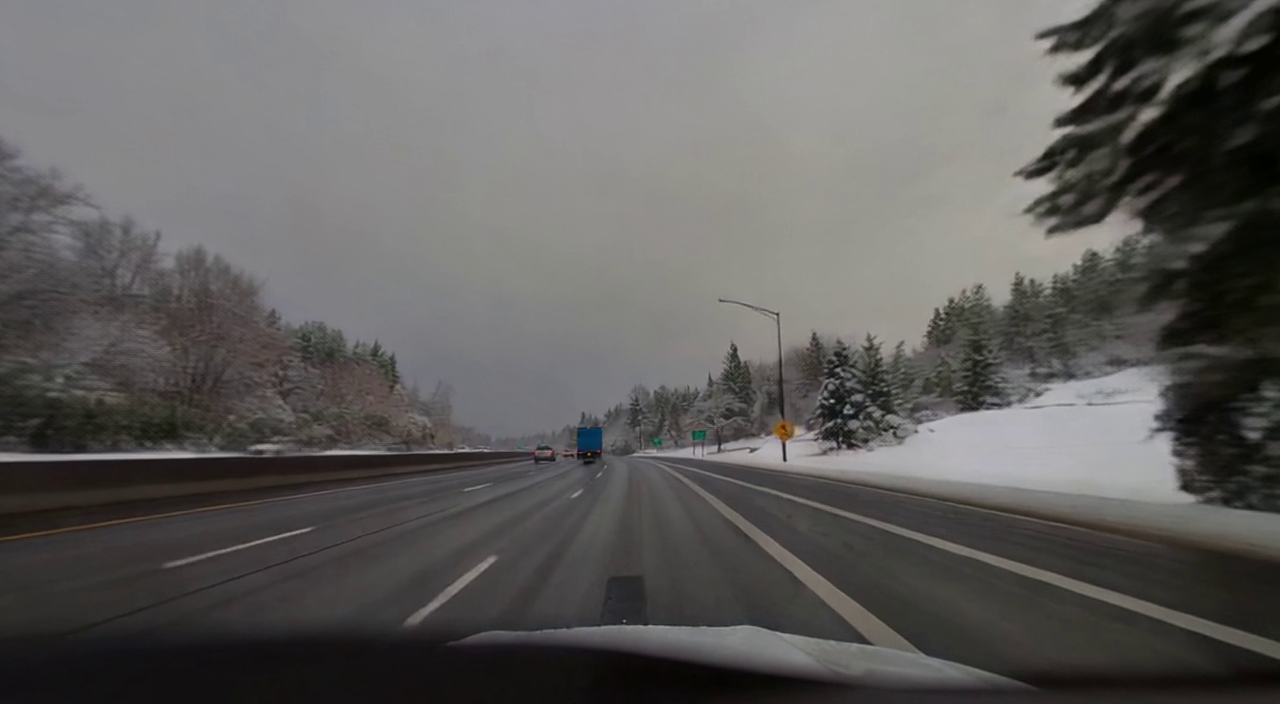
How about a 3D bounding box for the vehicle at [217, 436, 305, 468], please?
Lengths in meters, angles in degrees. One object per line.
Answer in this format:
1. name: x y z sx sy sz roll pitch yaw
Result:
1. vehicle: -21.387 5.663 35.860 2.018 1.689 4.895 0 -8 -2
